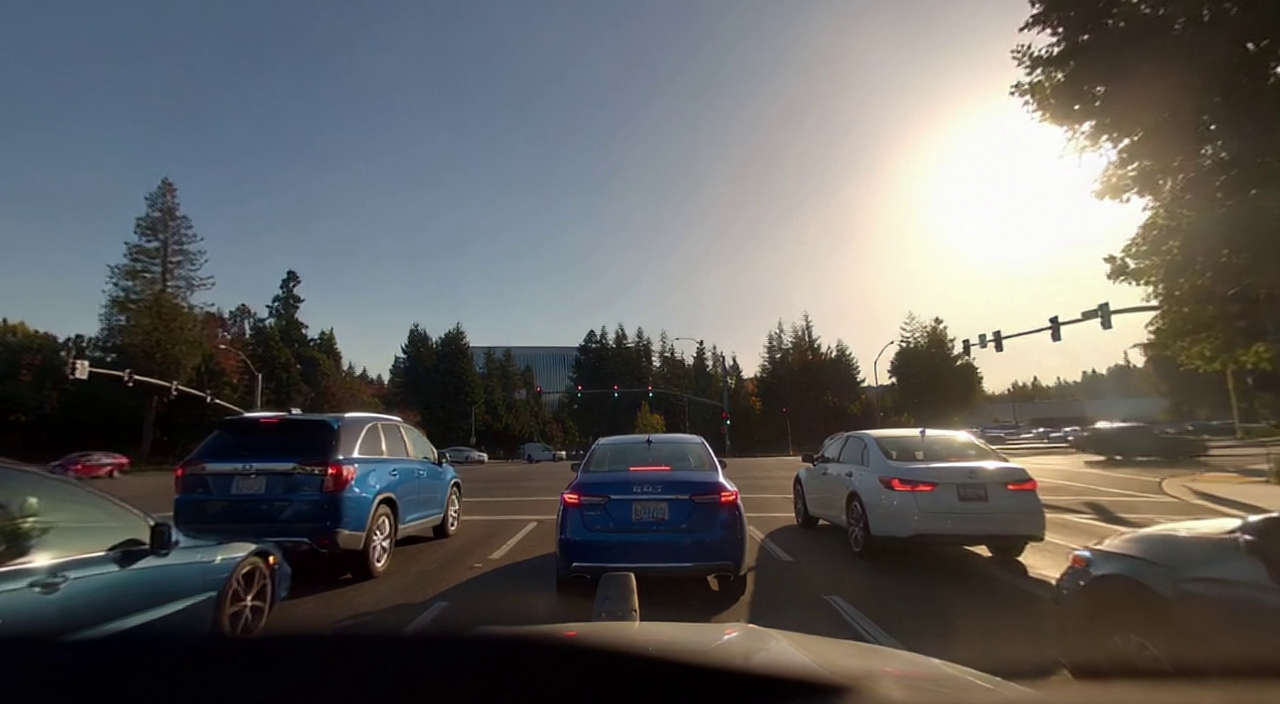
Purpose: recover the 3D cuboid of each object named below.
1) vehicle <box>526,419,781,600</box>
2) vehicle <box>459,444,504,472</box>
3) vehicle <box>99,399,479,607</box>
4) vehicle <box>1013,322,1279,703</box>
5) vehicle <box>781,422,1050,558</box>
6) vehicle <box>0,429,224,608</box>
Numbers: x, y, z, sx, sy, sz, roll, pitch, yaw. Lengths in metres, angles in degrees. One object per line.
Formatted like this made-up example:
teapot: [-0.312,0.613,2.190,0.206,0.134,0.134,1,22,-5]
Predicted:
vehicle: [0.056,1.619,7.360,2.114,1.482,4.056,0,-9,-2]
vehicle: [-10.905,7.179,43.164,2.447,1.755,5.141,3,-9,-20]
vehicle: [-3.418,1.553,7.353,1.958,1.693,4.242,0,-9,0]
vehicle: [3.267,0.642,1.428,2.178,1.691,4.314,0,-9,0]
vehicle: [3.542,1.854,9.231,1.874,1.487,4.404,0,-9,-1]
vehicle: [-6.344,1.498,5.923,1.857,1.499,4.335,0,-9,1]
